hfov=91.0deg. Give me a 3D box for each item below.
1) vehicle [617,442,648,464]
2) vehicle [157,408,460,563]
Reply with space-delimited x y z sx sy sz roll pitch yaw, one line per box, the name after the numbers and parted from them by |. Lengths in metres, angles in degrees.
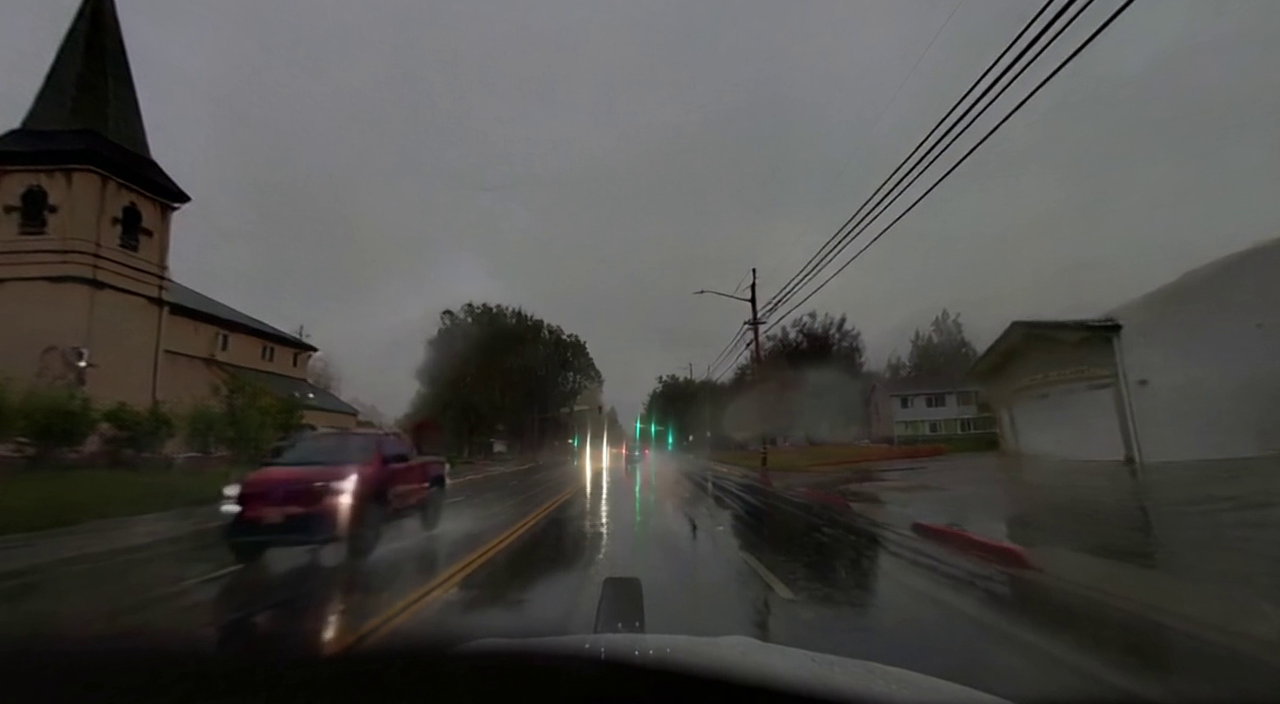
-0.553 7.223 44.991 2.093 1.497 4.010 0 -9 -1 | vehicle
-4.822 2.025 10.333 2.212 1.906 4.958 0 -9 0 | vehicle
